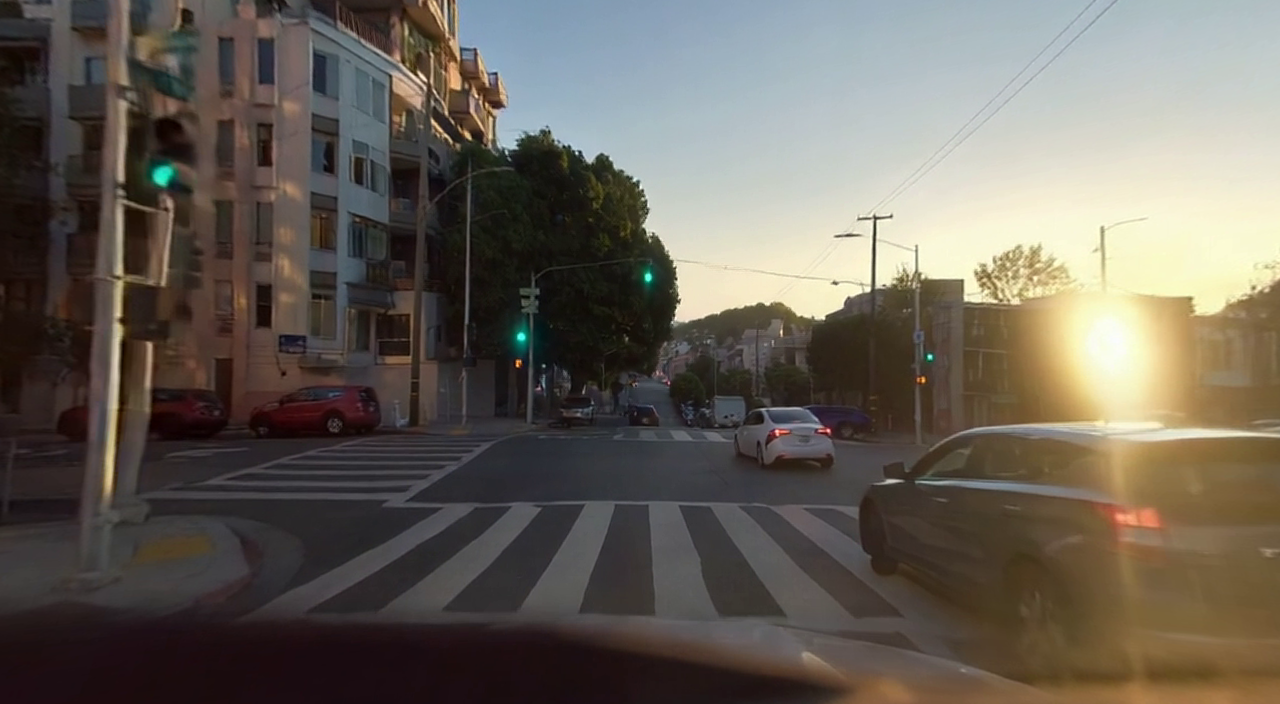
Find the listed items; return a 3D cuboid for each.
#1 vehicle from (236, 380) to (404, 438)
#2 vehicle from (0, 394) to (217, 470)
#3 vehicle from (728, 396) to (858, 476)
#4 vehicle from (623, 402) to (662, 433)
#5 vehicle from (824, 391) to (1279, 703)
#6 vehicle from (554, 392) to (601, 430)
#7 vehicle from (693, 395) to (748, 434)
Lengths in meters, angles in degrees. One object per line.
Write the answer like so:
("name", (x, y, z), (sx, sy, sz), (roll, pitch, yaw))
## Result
("vehicle", (-10.314, 1.916, 20.596), (4.304, 1.755, 2.083), (-1, -8, 1))
("vehicle", (-12.345, 1.735, 14.085), (4.507, 1.455, 1.927), (-1, -1, 2))
("vehicle", (3.279, 1.785, 14.350), (1.970, 1.490, 4.016), (0, -3, 0))
("vehicle", (0.149, 3.496, 33.227), (1.923, 1.460, 3.923), (0, -8, 1))
("vehicle", (3.071, 1.199, 4.590), (2.055, 1.450, 4.676), (0, -8, 0))
("vehicle", (-2.841, 2.784, 29.246), (1.878, 1.521, 3.697), (0, -8, -1))
("vehicle", (3.769, 3.048, 30.209), (2.093, 1.655, 4.327), (0, -8, 0))
